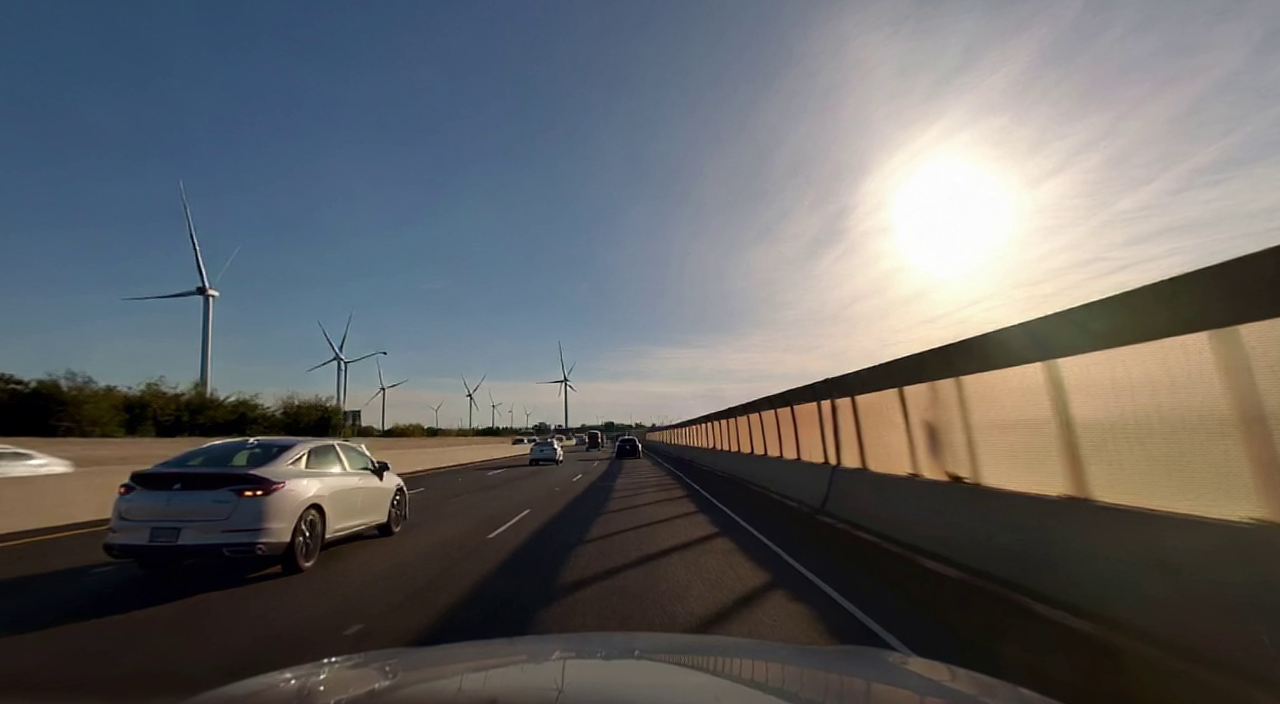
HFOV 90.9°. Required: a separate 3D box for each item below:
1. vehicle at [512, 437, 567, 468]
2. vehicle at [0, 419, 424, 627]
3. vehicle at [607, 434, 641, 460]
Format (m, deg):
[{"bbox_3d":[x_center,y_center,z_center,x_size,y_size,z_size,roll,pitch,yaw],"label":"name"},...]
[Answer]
[{"bbox_3d":[-4.820,4.863,30.779,2.059,1.436,3.802,0,-8,-1],"label":"vehicle"},{"bbox_3d":[-4.151,1.533,6.864,1.998,1.468,4.635,0,-8,-1],"label":"vehicle"},{"bbox_3d":[-0.980,5.878,39.109,2.027,1.550,3.607,0,-8,-1],"label":"vehicle"}]
